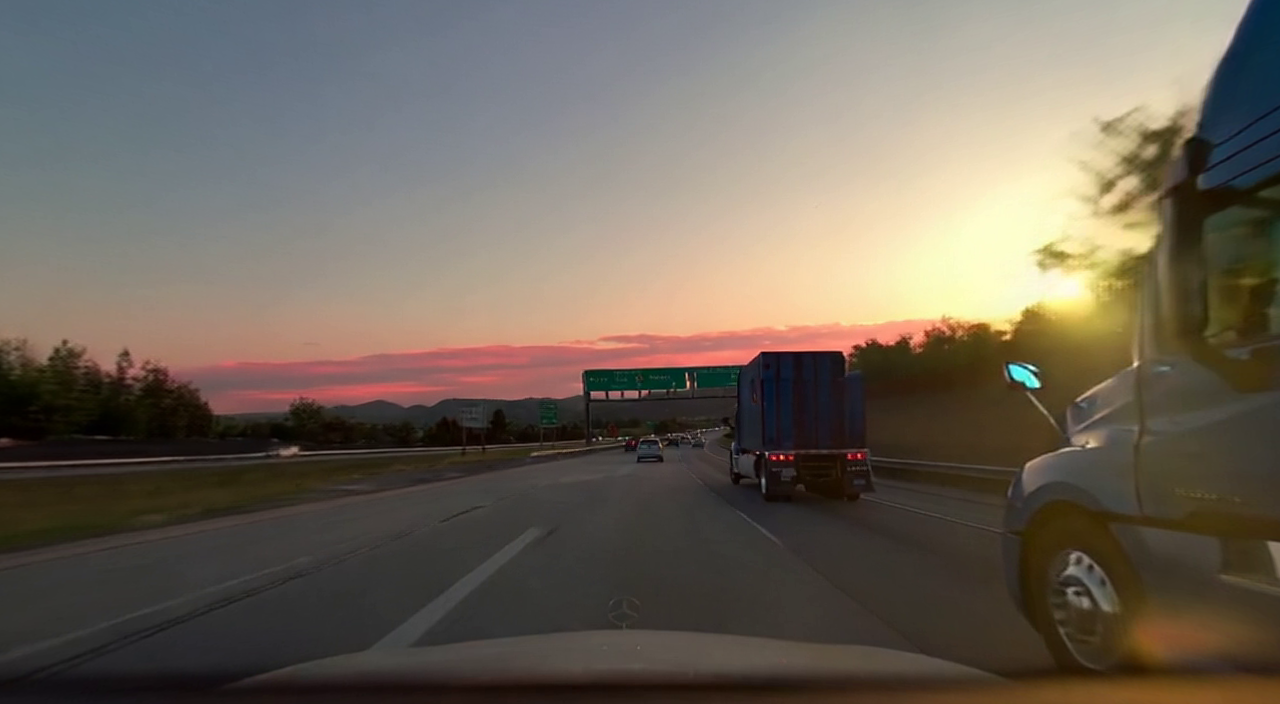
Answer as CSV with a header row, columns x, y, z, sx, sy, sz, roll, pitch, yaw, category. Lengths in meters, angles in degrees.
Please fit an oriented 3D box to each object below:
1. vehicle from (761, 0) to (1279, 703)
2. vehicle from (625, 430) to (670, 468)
x,y,z,sx,sy,sz,roll,pitch,yaw,category
3.980,0.038,5.274,3.019,4.145,16.453,0,-8,1,vehicle
0.362,5.112,33.388,2.205,1.860,4.301,0,-8,0,vehicle
